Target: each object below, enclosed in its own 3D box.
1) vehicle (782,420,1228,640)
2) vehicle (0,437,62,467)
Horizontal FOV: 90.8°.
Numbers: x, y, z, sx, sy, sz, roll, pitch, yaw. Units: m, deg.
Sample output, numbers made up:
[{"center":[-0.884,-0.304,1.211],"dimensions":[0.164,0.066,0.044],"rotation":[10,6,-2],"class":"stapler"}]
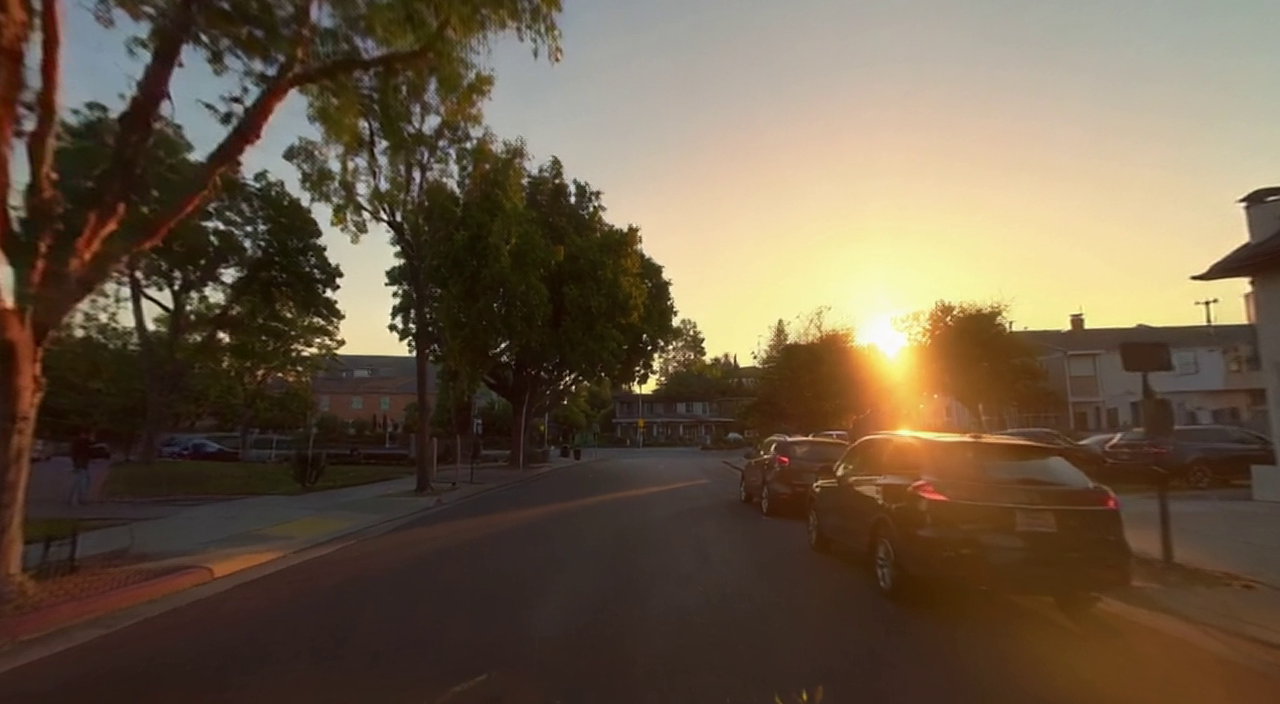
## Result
[{"center":[3.088,1.592,6.802],"dimensions":[2.064,1.532,4.596],"rotation":[0,-8,0],"class":"vehicle"},{"center":[-37.152,6.016,38.163],"dimensions":[4.157,1.687,2.419],"rotation":[-6,-11,37],"class":"vehicle"}]
